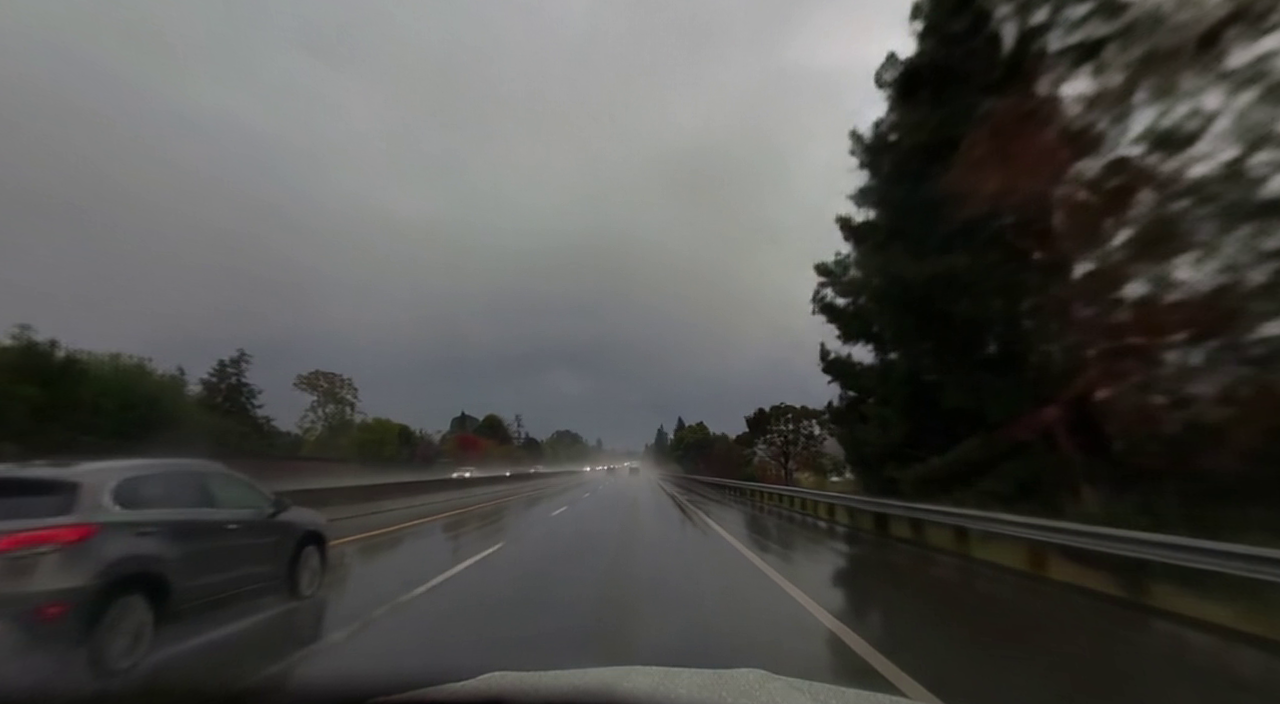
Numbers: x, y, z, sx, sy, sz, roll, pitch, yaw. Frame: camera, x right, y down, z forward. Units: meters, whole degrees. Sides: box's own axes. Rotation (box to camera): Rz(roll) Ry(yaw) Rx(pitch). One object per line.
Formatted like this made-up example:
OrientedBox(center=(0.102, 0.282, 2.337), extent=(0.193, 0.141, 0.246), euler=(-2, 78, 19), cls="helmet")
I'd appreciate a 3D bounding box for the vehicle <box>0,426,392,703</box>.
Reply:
OrientedBox(center=(-3.829, 1.335, 4.336), extent=(2.146, 1.441, 5.020), euler=(1, -11, 0), cls="vehicle")
